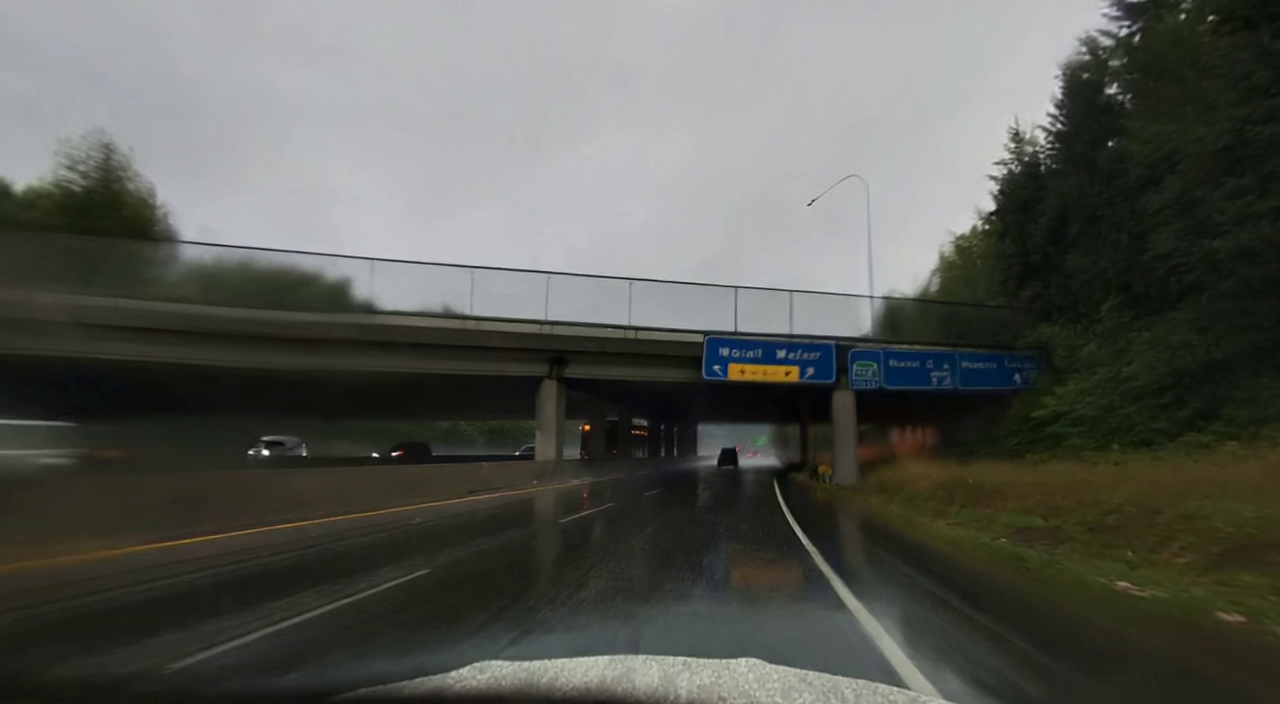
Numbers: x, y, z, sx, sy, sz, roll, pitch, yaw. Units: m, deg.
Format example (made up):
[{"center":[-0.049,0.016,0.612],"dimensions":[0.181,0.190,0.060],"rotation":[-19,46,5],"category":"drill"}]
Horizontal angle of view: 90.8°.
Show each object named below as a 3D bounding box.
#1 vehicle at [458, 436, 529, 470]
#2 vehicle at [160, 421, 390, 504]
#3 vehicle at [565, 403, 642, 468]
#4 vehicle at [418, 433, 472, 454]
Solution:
[{"center":[-7.906,5.482,34.432],"dimensions":[1.962,1.731,4.523],"rotation":[-2,-9,12],"category":"vehicle"},{"center":[-8.126,2.505,14.688],"dimensions":[1.979,1.600,4.516],"rotation":[-2,-9,13],"category":"vehicle"},{"center":[-2.262,5.838,43.811],"dimensions":[2.942,3.975,9.515],"rotation":[-2,-9,12],"category":"vehicle"},{"center":[-14.440,6.857,46.935],"dimensions":[1.833,1.452,4.450],"rotation":[-1,-9,12],"category":"vehicle"}]
